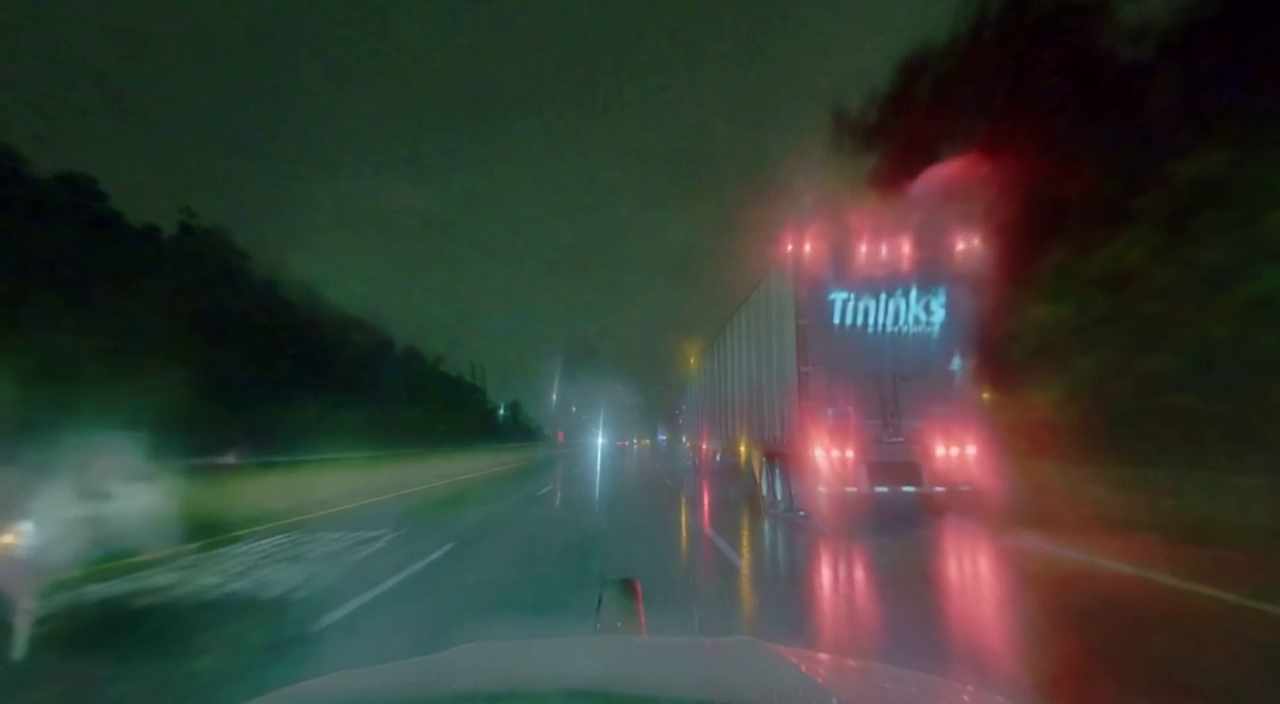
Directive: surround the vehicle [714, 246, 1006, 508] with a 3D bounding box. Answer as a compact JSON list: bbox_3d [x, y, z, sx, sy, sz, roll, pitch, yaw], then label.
[{"bbox_3d":[4.018,1.172,16.279,2.850,3.894,13.987,0,-7,1],"label":"vehicle"}]
